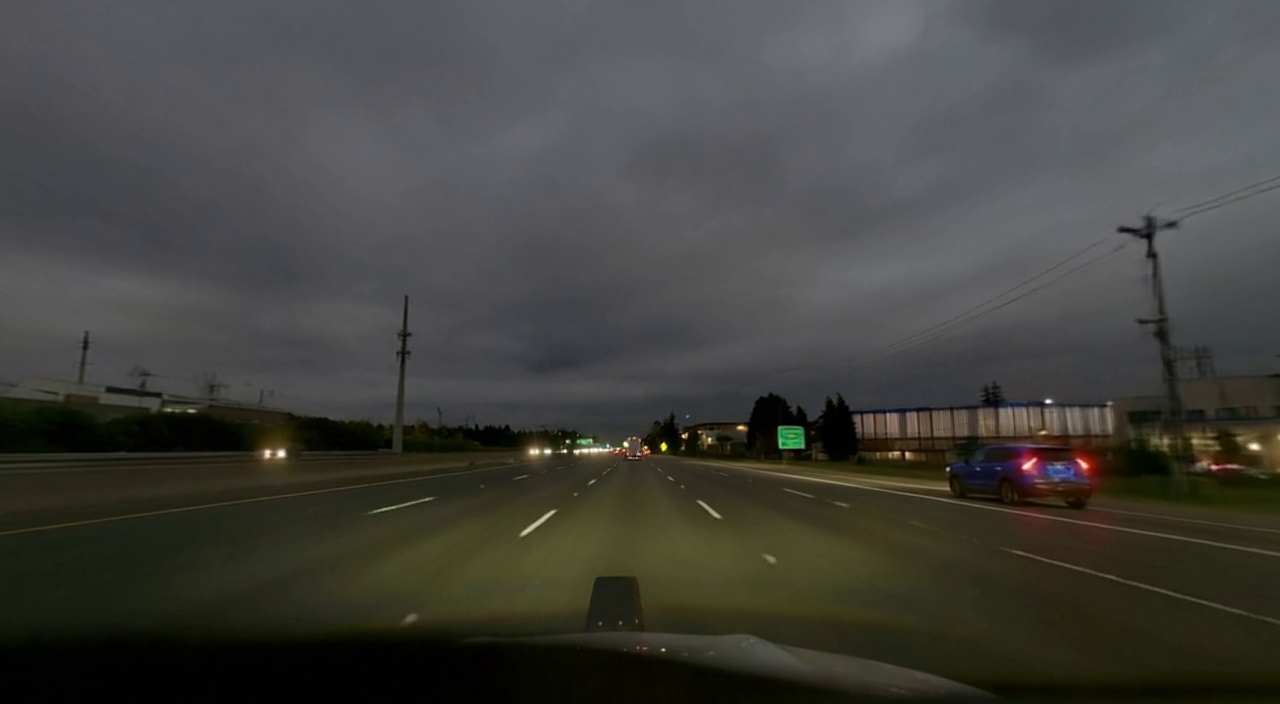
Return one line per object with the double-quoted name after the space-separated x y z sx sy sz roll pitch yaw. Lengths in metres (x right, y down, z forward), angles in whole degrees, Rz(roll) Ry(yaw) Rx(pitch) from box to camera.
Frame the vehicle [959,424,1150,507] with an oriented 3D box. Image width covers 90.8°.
13.147 3.649 20.646 2.411 2.326 5.300 0 -9 -2 "vehicle"
